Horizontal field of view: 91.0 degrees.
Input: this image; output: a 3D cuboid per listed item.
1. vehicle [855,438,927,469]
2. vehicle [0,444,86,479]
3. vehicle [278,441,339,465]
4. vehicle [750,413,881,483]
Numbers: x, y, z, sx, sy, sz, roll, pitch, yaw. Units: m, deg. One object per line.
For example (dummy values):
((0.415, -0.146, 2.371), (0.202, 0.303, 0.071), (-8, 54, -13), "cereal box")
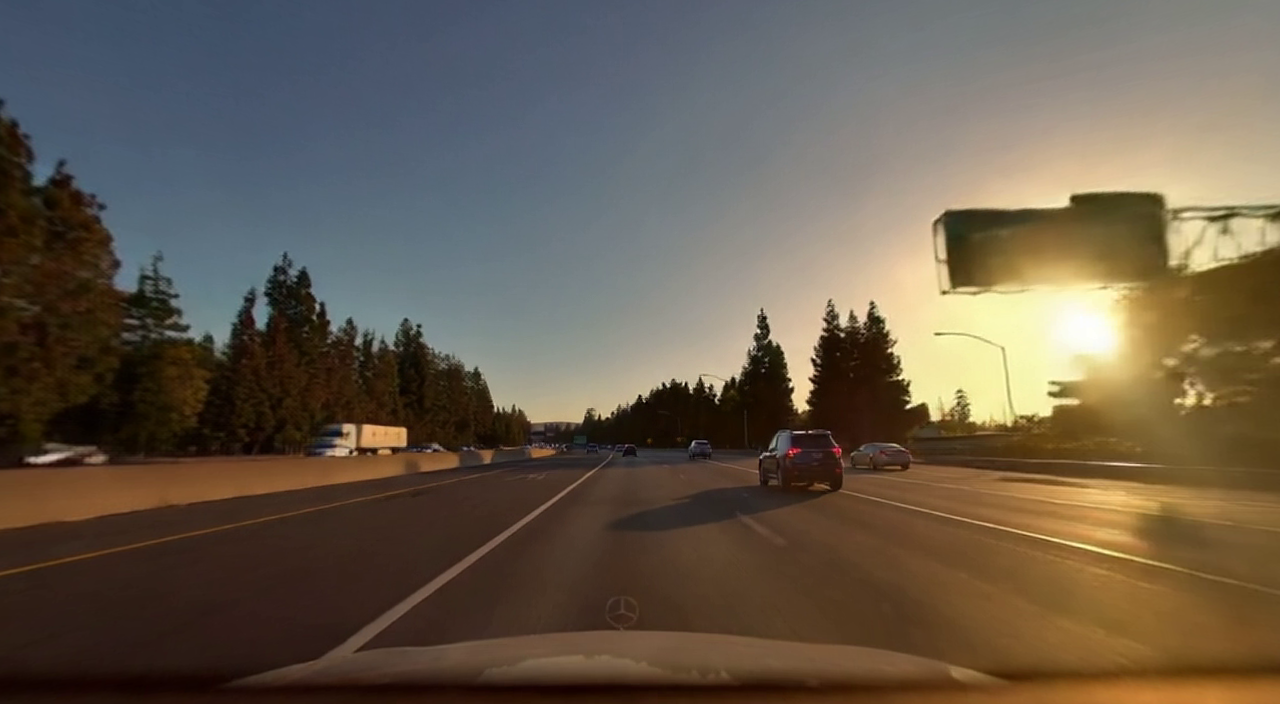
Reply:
((13.960, 5.659, 35.352), (2.072, 1.611, 4.387), (0, -8, -2), "vehicle")
((-28.469, 4.975, 28.845), (1.817, 1.481, 4.725), (0, -8, -1), "vehicle")
((-25.205, 7.692, 48.031), (2.122, 1.705, 4.736), (0, -8, -1), "vehicle")
((6.617, 3.816, 25.242), (2.779, 2.339, 8.073), (0, -8, -1), "vehicle")
